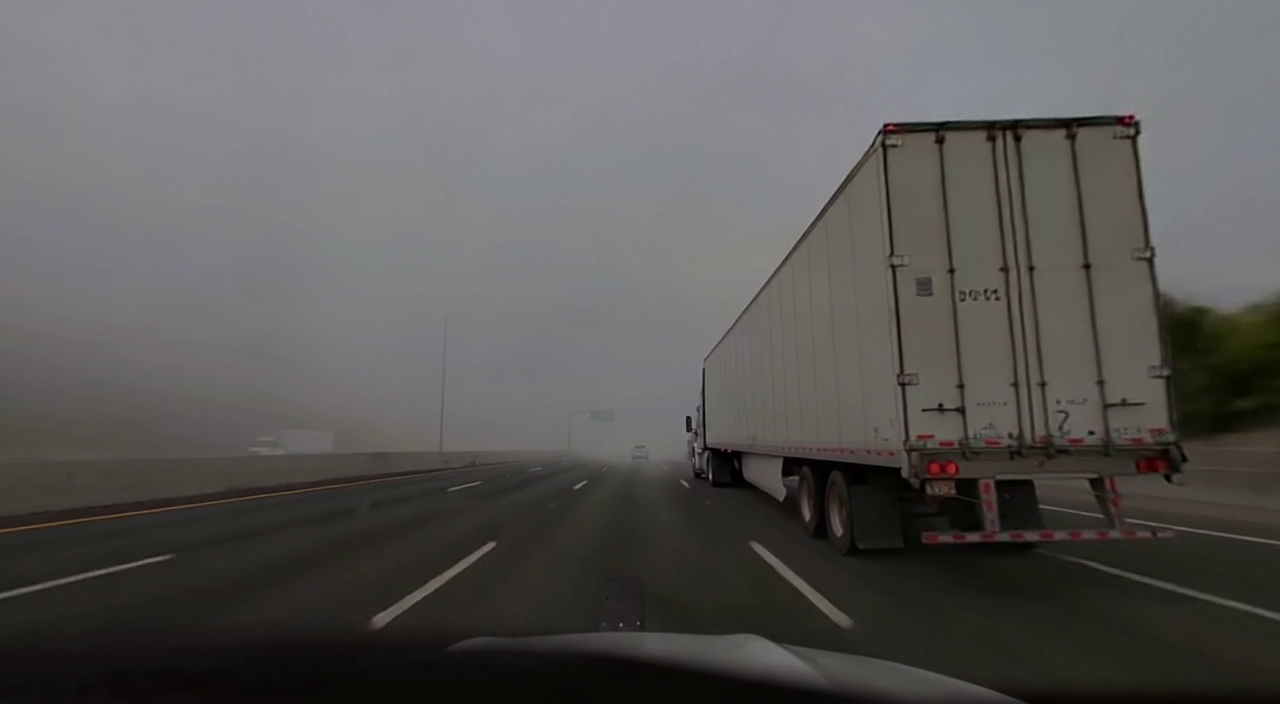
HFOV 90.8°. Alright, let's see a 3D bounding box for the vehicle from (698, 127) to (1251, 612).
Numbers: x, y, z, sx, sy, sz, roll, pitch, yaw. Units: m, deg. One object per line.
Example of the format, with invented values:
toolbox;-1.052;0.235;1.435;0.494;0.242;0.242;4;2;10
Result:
vehicle;3.462;1.275;13.497;2.743;4.160;16.408;0;-9;-1
